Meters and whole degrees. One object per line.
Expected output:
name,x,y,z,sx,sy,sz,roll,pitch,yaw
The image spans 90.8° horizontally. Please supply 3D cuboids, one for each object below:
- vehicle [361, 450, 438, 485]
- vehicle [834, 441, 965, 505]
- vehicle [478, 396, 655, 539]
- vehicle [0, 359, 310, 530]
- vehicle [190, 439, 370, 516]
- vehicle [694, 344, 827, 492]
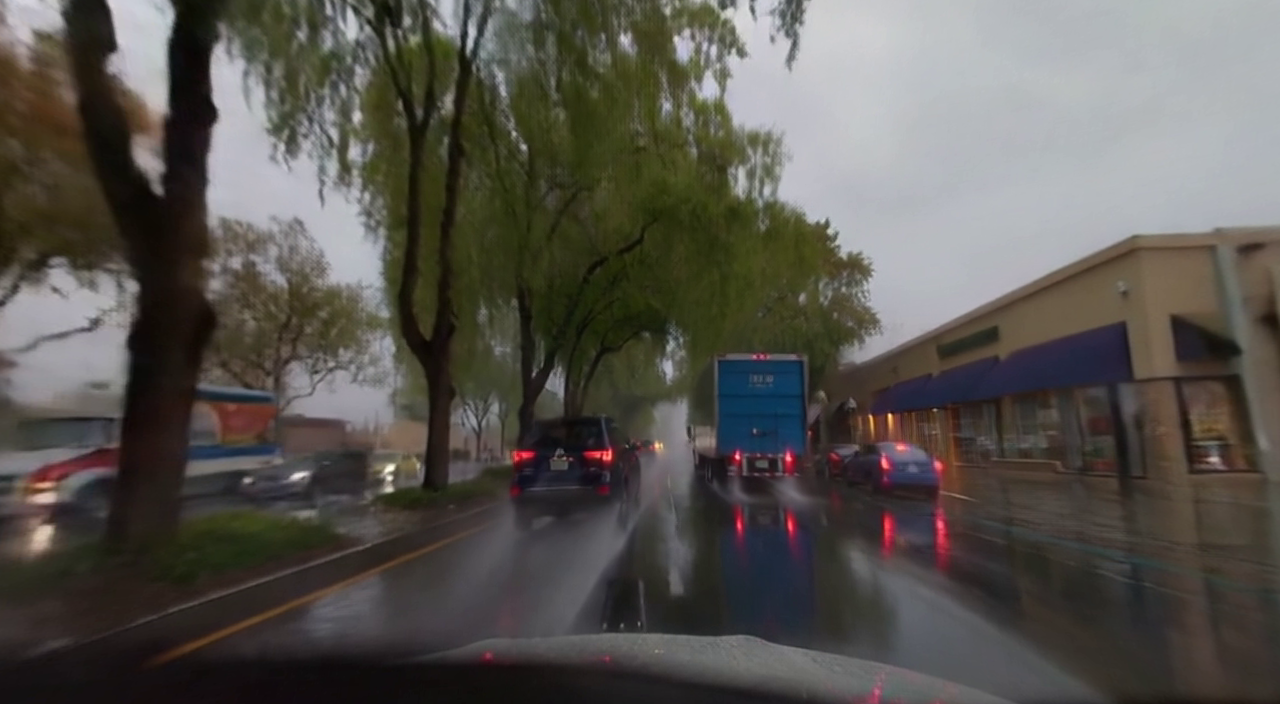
vehicle,-11.850,5.693,31.470,1.966,1.442,4.466,-4,-9,2
vehicle,6.839,3.201,17.180,1.929,1.522,4.158,-1,-9,2
vehicle,-1.021,2.031,11.621,2.293,2.036,4.853,-1,-9,5
vehicle,-12.625,2.505,17.226,3.027,3.656,7.024,-1,-9,4
vehicle,-9.034,3.150,16.416,1.903,1.684,4.398,-1,-9,3
vehicle,3.958,2.818,24.468,3.007,4.206,12.913,0,-8,2
